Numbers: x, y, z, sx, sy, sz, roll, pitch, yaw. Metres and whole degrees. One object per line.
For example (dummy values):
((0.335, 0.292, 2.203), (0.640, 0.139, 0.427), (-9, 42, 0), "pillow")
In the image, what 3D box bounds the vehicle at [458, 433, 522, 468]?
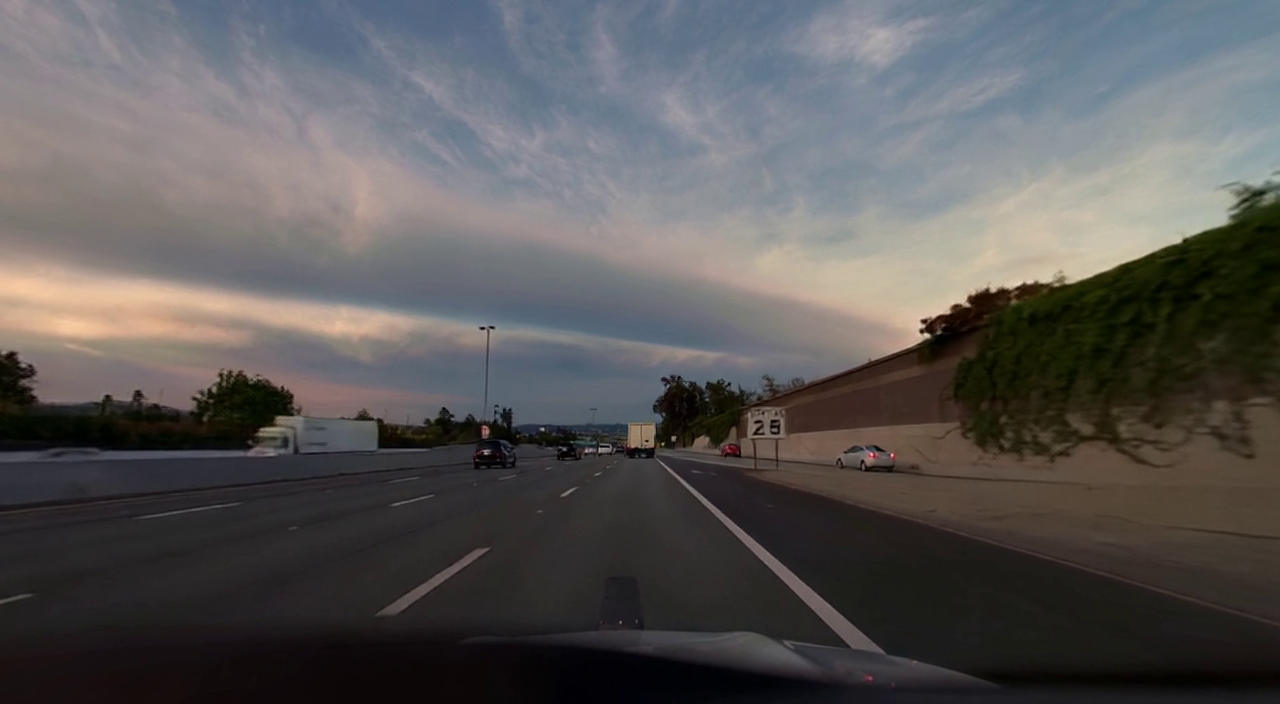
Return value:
((-9.927, 6.603, 42.336), (2.571, 2.169, 6.443), (0, -9, 1), "vehicle")

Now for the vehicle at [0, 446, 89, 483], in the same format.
((-32.677, 5.973, 33.727), (1.948, 1.792, 4.704), (0, -9, 1), "vehicle")

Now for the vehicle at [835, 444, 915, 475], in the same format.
((12.571, 5.788, 34.047), (2.075, 1.510, 4.569), (1, -9, -8), "vehicle")
